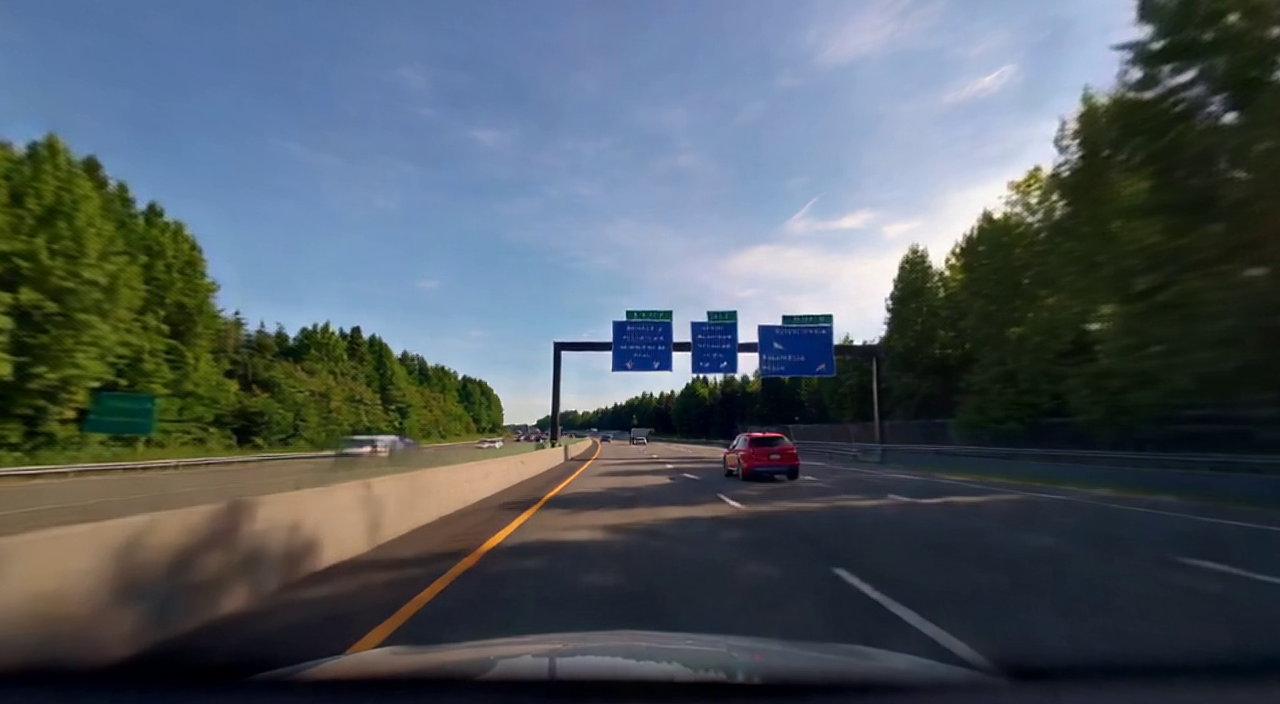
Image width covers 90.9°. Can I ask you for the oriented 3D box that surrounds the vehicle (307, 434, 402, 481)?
[{"bbox_3d":[-13.223,4.867,29.575,2.282,2.023,4.788,0,-8,-2],"label":"vehicle"}]

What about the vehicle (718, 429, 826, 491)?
[{"bbox_3d":[3.544,2.973,17.771,1.958,1.526,4.227,0,-8,-2],"label":"vehicle"}]
